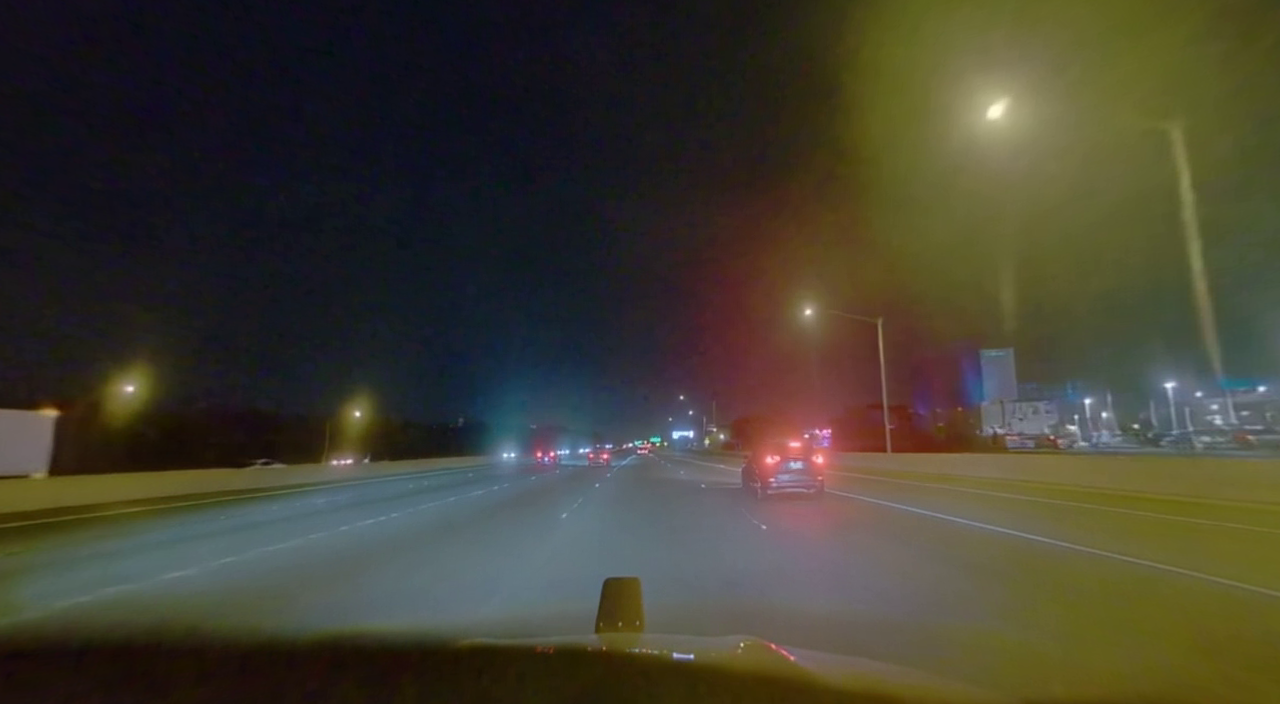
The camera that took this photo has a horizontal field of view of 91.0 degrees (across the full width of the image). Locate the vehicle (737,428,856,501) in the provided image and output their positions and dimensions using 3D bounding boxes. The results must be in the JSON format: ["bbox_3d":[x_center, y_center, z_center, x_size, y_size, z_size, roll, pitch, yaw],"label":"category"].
[{"bbox_3d":[4.234,3.135,17.949,2.109,1.764,4.704,0,-9,-1],"label":"vehicle"}]

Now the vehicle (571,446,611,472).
[{"bbox_3d":[-2.965,6.600,39.207,2.139,1.510,4.506,0,-9,0],"label":"vehicle"}]
